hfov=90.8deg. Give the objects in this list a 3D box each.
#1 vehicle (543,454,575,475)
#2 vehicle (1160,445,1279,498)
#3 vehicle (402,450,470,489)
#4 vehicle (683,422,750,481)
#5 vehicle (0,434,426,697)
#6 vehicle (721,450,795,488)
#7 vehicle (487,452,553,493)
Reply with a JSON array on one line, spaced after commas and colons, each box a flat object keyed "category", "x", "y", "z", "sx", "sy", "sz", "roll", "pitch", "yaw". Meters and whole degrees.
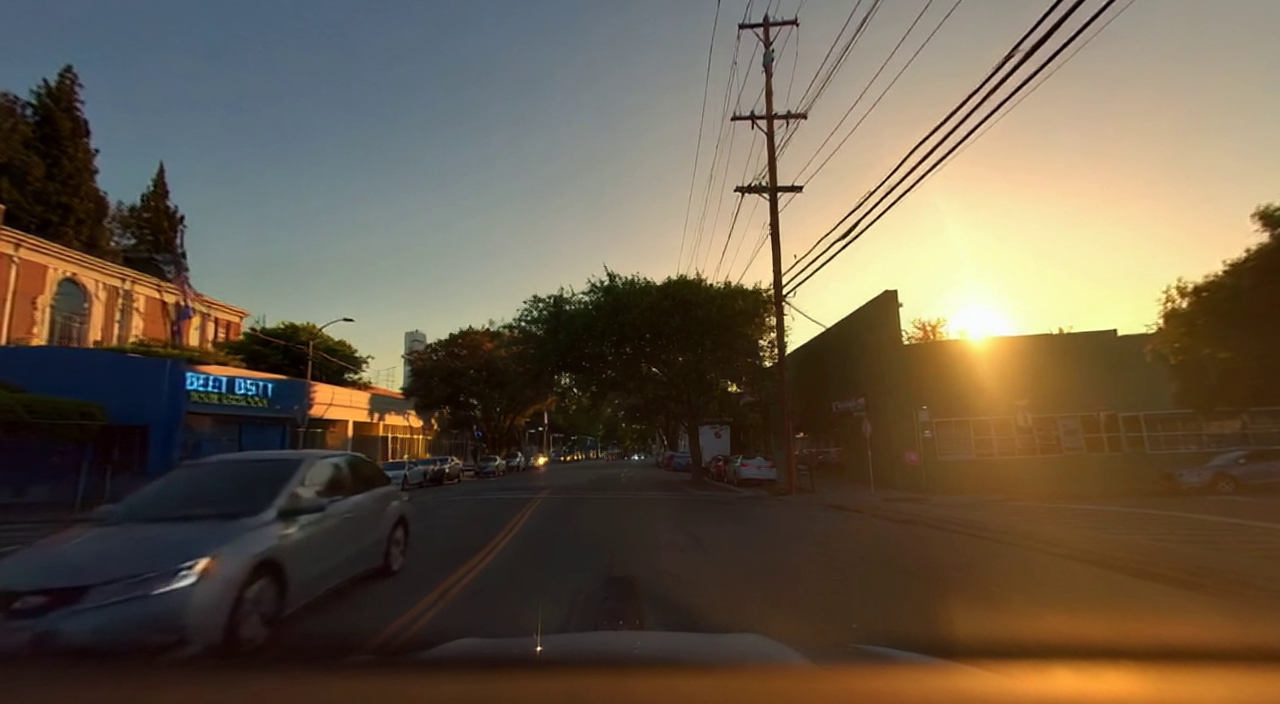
[{"category": "vehicle", "x": -6.001, "y": 8.384, "z": 47.378, "sx": 1.845, "sy": 1.469, "sz": 4.413, "roll": 0, "pitch": -9, "yaw": -1}, {"category": "vehicle", "x": 18.538, "y": 3.513, "z": 18.751, "sx": 4.368, "sy": 1.479, "sz": 1.985, "roll": 0, "pitch": -9, "yaw": 1}, {"category": "vehicle", "x": -11.003, "y": 6.329, "z": 34.456, "sx": 2.072, "sy": 1.818, "sz": 4.951, "roll": -3, "pitch": -9, "yaw": 0}, {"category": "vehicle", "x": 4.450, "y": 6.065, "z": 38.583, "sx": 2.815, "sy": 3.203, "sz": 7.558, "roll": 0, "pitch": -9, "yaw": -2}, {"category": "vehicle", "x": -3.617, "y": 1.558, "z": 5.800, "sx": 1.914, "sy": 1.506, "sz": 4.125, "roll": 0, "pitch": -9, "yaw": -1}, {"category": "vehicle", "x": 5.456, "y": 5.472, "z": 29.866, "sx": 1.963, "sy": 1.646, "sz": 4.204, "roll": 2, "pitch": -9, "yaw": -11}, {"category": "vehicle", "x": -4.816, "y": 4.893, "z": 26.005, "sx": 2.050, "sy": 1.505, "sz": 4.219, "roll": 0, "pitch": -9, "yaw": -3}]
